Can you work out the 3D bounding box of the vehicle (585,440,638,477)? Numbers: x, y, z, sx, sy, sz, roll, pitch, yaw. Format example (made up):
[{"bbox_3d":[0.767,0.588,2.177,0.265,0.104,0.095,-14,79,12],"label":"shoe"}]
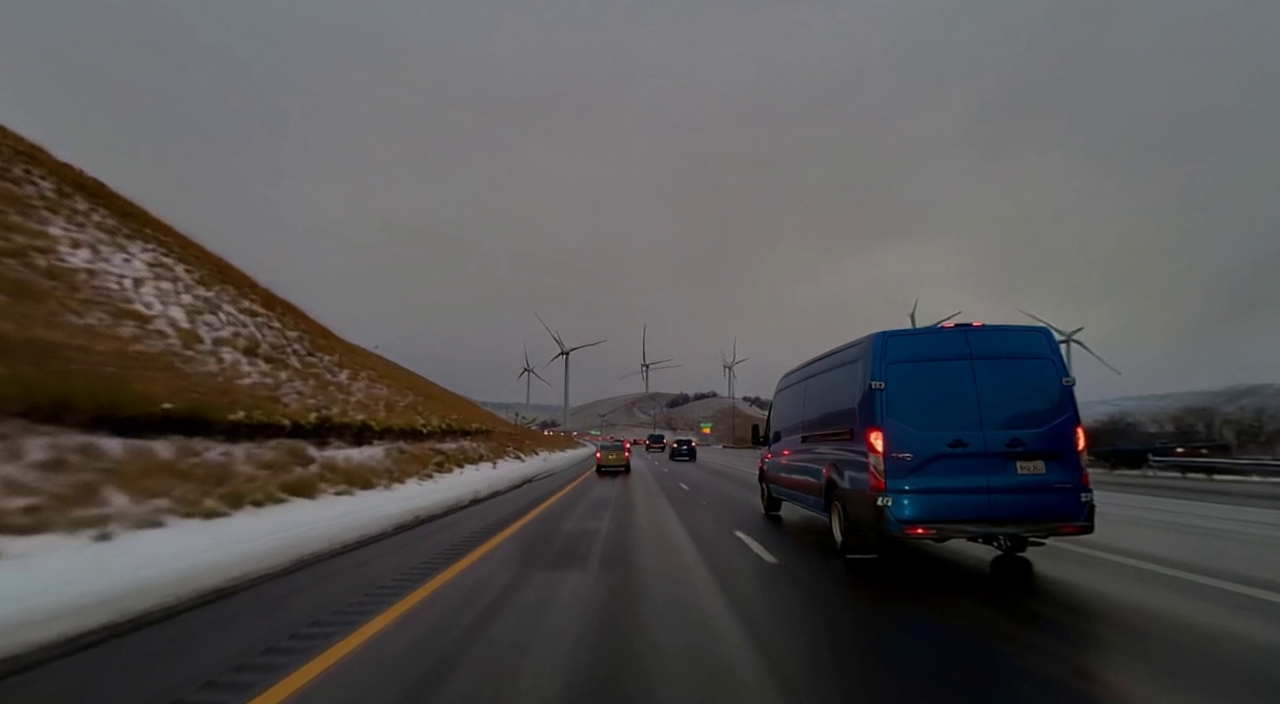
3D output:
[{"bbox_3d":[-1.150,4.507,26.882,2.082,1.445,3.826,0,-8,-1],"label":"vehicle"}]

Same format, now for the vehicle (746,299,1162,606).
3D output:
[{"bbox_3d":[3.167,1.257,8.360,2.365,2.630,5.754,0,-8,-1],"label":"vehicle"}]

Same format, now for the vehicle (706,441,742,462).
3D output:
[{"bbox_3d":[6.387,7.667,48.811,1.958,1.514,4.930,0,-8,-2],"label":"vehicle"}]

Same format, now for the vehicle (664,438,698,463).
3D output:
[{"bbox_3d":[2.932,7.233,46.391,2.108,1.717,3.996,0,-8,-2],"label":"vehicle"}]
